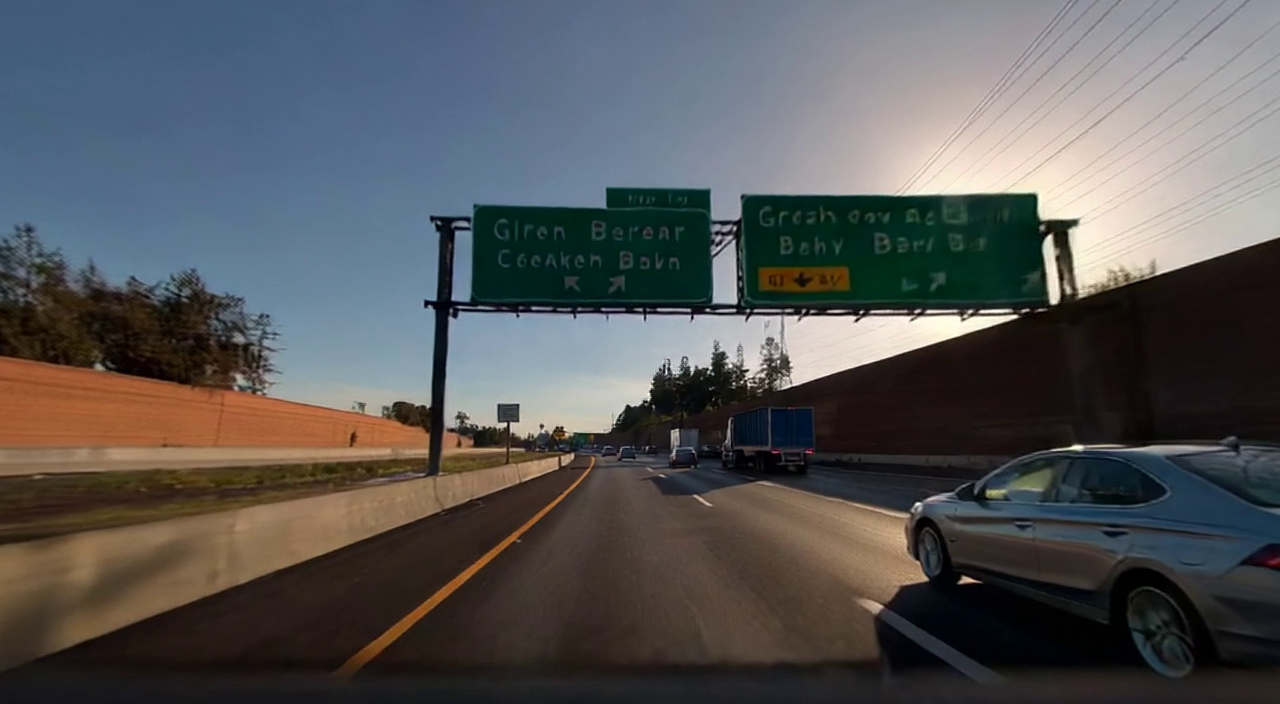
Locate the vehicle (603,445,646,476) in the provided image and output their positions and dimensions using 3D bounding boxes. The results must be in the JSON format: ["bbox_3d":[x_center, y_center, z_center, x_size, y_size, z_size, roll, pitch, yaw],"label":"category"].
[{"bbox_3d":[-0.806,5.534,32.414,2.083,1.477,3.965,0,-9,-2],"label":"vehicle"}]

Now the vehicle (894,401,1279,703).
[{"bbox_3d":[3.369,1.121,3.696,1.922,1.465,4.165,0,-9,-2],"label":"vehicle"}]

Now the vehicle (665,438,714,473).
[{"bbox_3d":[2.711,5.802,35.567,2.114,1.849,4.692,0,-9,-3],"label":"vehicle"}]

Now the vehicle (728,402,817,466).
[{"bbox_3d":[9.722,6.532,48.989,2.914,4.134,15.553,0,-9,-3],"label":"vehicle"}]
